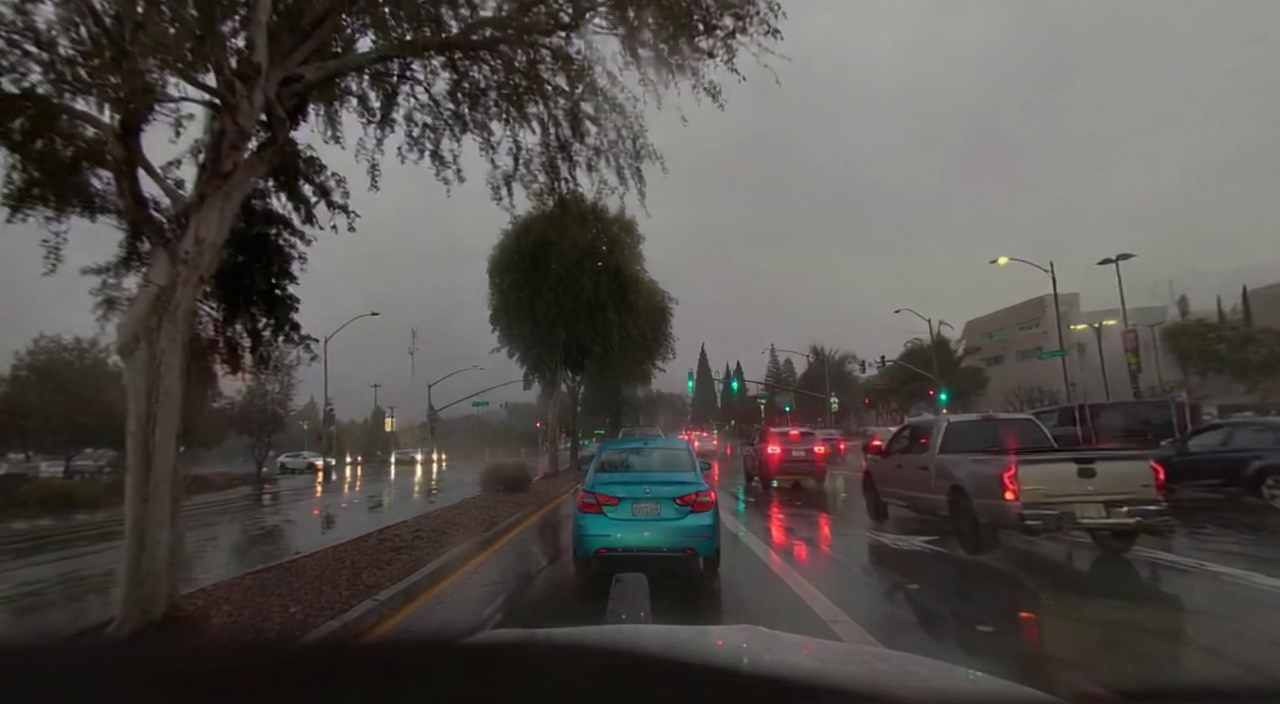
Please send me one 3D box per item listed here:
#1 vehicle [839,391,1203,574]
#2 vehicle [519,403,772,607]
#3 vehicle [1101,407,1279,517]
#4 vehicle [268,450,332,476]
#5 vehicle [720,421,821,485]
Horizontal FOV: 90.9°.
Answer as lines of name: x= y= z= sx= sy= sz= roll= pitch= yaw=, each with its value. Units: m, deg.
vehicle: x=4.556 y=1.643 z=8.684 sx=2.019 sy=1.803 sz=4.634 roll=0 pitch=-8 yaw=-1
vehicle: x=0.006 y=1.568 z=7.328 sx=2.116 sy=1.677 sz=3.948 roll=0 pitch=-8 yaw=-1
vehicle: x=11.440 y=2.021 z=11.881 sx=1.850 sy=1.778 sz=4.793 roll=0 pitch=-8 yaw=0
vehicle: x=-24.064 y=7.827 z=44.847 sx=1.798 sy=1.706 sz=4.385 roll=-1 pitch=-8 yaw=6
vehicle: x=4.369 y=3.524 z=22.259 sx=2.319 sy=1.930 sz=5.651 roll=0 pitch=-8 yaw=0
